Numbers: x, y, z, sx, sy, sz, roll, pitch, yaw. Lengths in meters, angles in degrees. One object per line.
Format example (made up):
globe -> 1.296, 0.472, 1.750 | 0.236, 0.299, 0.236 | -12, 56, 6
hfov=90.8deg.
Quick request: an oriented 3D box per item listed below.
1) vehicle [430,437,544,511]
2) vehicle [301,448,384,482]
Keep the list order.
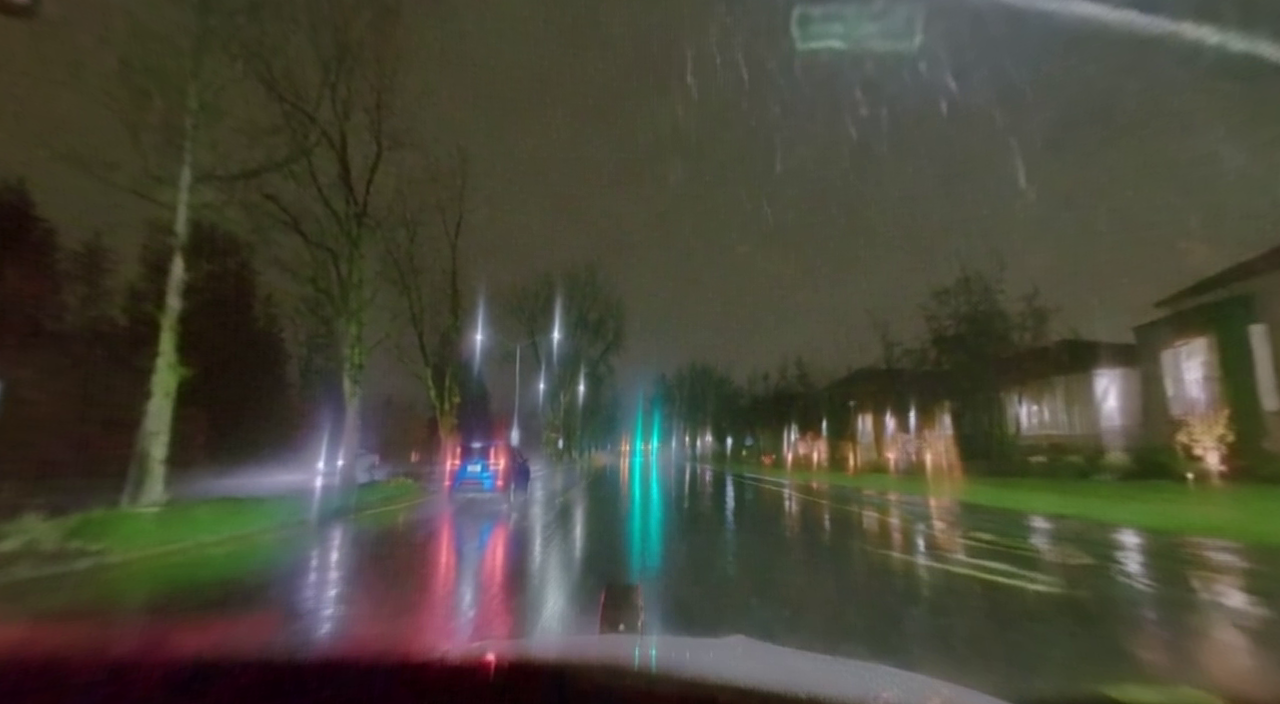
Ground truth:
vehicle -> -3.960, 3.234, 17.219 | 1.993, 1.733, 4.262 | 0, -8, 1
vehicle -> -16.676, 6.328, 35.720 | 2.202, 1.724, 4.934 | 0, -8, 1
